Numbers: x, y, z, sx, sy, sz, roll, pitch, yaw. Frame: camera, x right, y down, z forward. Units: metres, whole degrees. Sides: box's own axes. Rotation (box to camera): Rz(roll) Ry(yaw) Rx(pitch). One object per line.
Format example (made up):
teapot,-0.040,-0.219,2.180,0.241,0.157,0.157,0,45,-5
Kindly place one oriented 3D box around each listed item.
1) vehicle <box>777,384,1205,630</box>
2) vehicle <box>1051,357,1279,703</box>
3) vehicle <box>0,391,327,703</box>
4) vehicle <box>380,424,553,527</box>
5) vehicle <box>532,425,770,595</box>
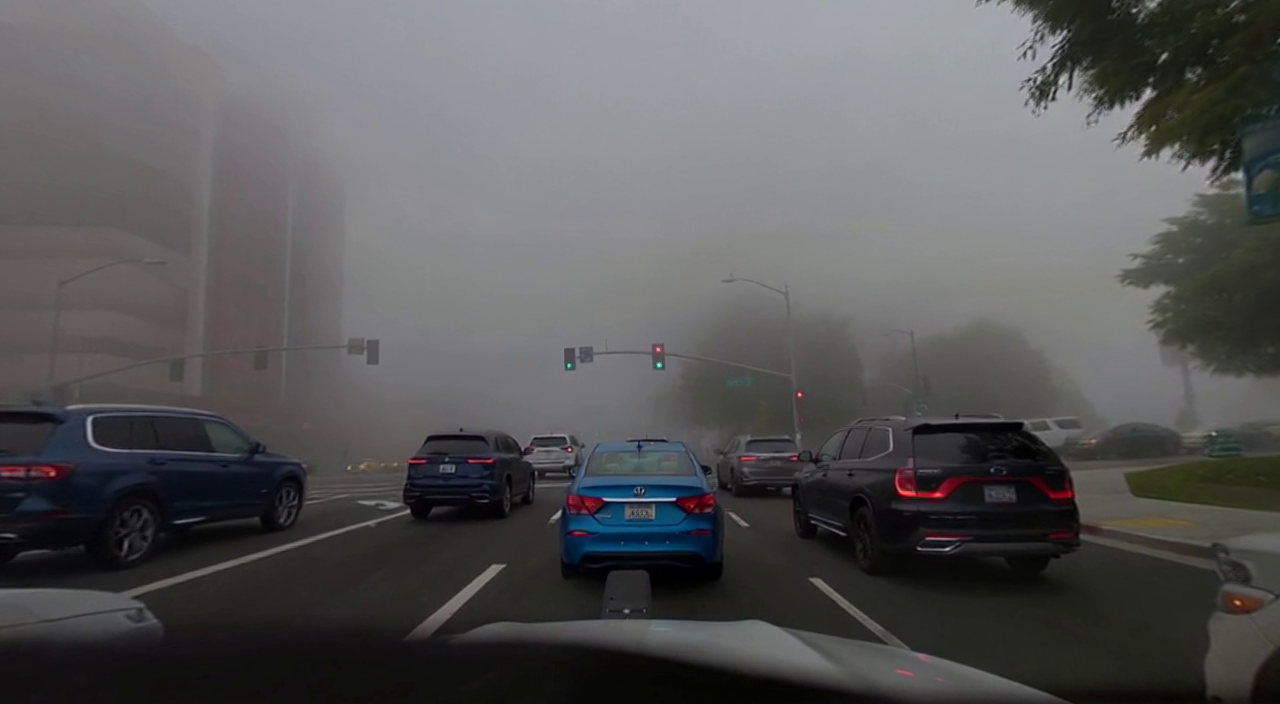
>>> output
vehicle,3.052,1.456,6.864,2.108,1.785,4.334,0,-9,0
vehicle,2.865,0.586,0.438,2.051,1.548,4.532,0,-9,0
vehicle,-3.355,0.884,2.108,2.144,1.505,4.635,-1,-9,1
vehicle,-3.285,2.454,13.099,2.168,1.719,4.561,-1,-9,2
vehicle,0.088,1.730,7.750,2.147,1.507,3.953,0,-8,0
